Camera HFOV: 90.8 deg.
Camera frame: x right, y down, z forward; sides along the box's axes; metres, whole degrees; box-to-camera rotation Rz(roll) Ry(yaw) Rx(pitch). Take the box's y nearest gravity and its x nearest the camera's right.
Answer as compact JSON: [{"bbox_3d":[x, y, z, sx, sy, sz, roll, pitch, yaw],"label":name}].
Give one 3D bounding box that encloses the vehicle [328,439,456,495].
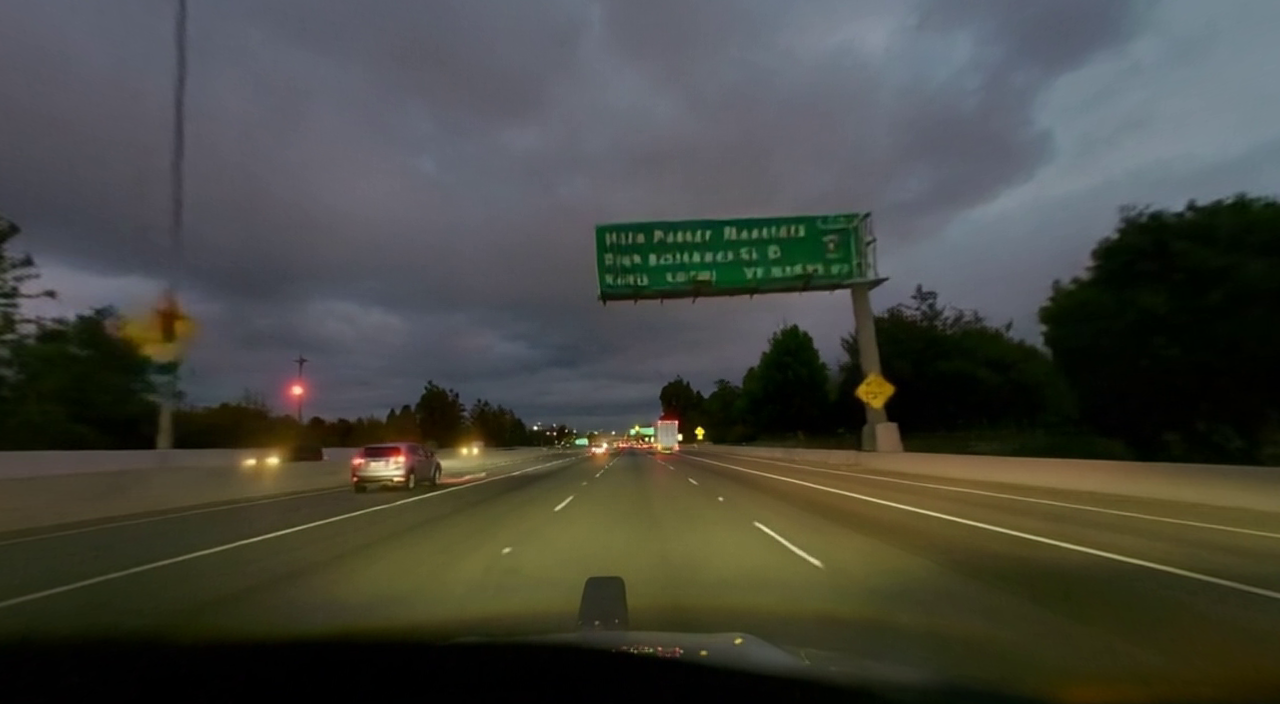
[{"bbox_3d":[-7.273,3.407,19.123,2.033,1.494,4.508,0,-9,0],"label":"vehicle"}]
